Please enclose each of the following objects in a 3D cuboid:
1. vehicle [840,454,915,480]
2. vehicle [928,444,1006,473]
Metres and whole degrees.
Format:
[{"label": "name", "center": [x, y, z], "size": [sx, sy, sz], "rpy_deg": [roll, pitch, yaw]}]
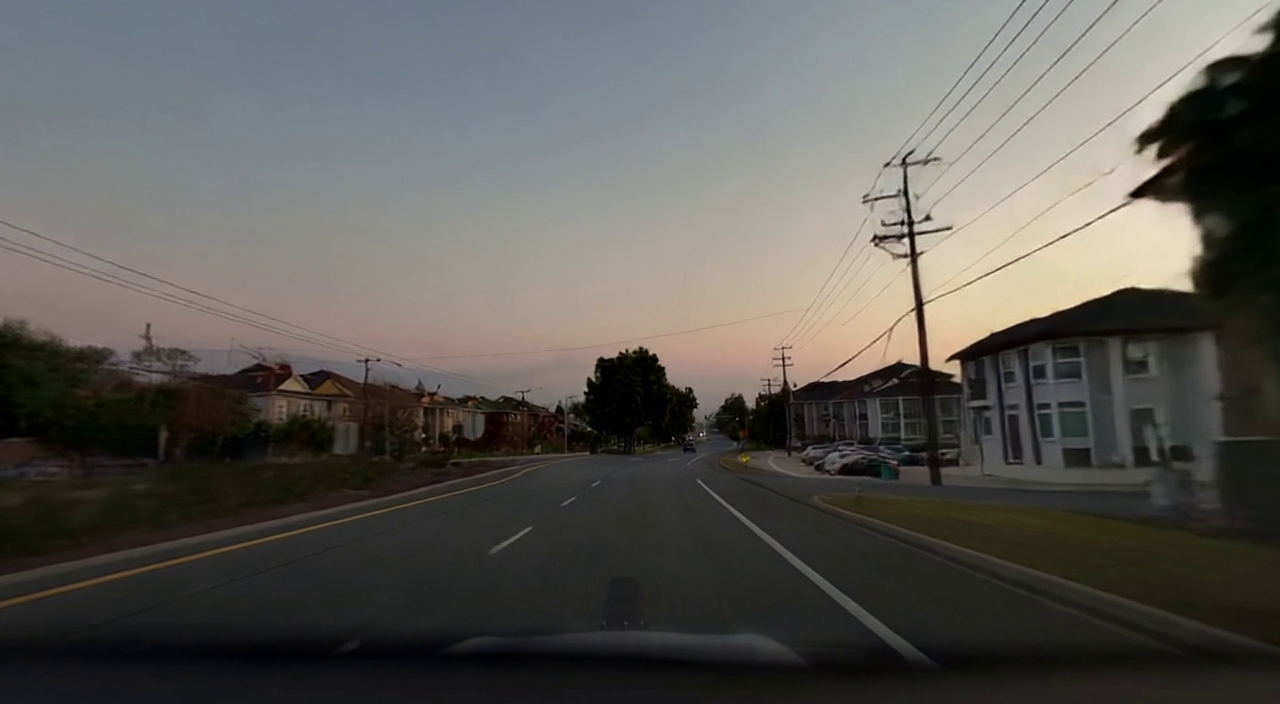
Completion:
[{"label": "vehicle", "center": [15.006, 7.236, 39.793], "size": [4.475, 1.492, 1.925], "rpy_deg": [5, -10, -30]}, {"label": "vehicle", "center": [22.612, 7.376, 43.892], "size": [2.119, 1.874, 4.855], "rpy_deg": [1, -9, -12]}]
